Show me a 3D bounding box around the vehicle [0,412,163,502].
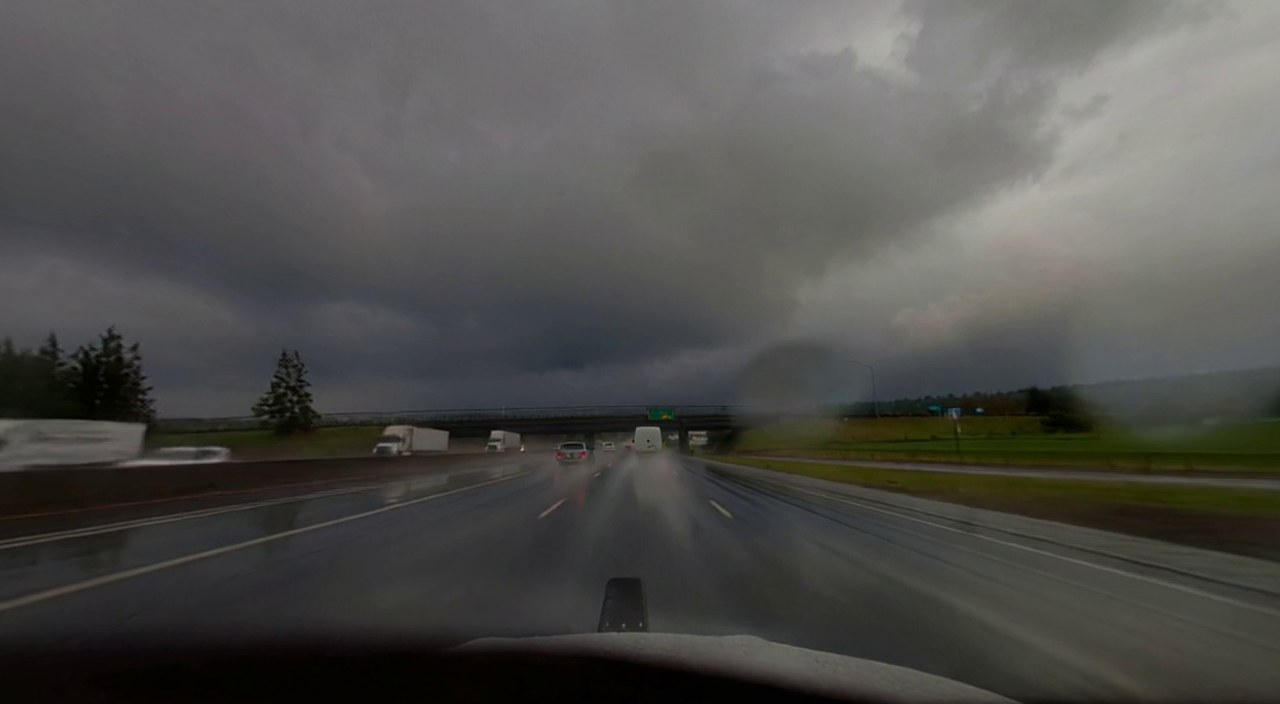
[{"bbox_3d":[-24.056,4.142,25.002,2.981,3.143,9.174,0,-9,0],"label":"vehicle"}]

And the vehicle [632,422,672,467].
[{"bbox_3d":[0.791,6.926,47.205,2.790,3.075,7.414,0,-9,0],"label":"vehicle"}]

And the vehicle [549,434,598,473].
[{"bbox_3d":[-3.814,5.972,37.175,2.233,2.093,5.565,0,-9,0],"label":"vehicle"}]
